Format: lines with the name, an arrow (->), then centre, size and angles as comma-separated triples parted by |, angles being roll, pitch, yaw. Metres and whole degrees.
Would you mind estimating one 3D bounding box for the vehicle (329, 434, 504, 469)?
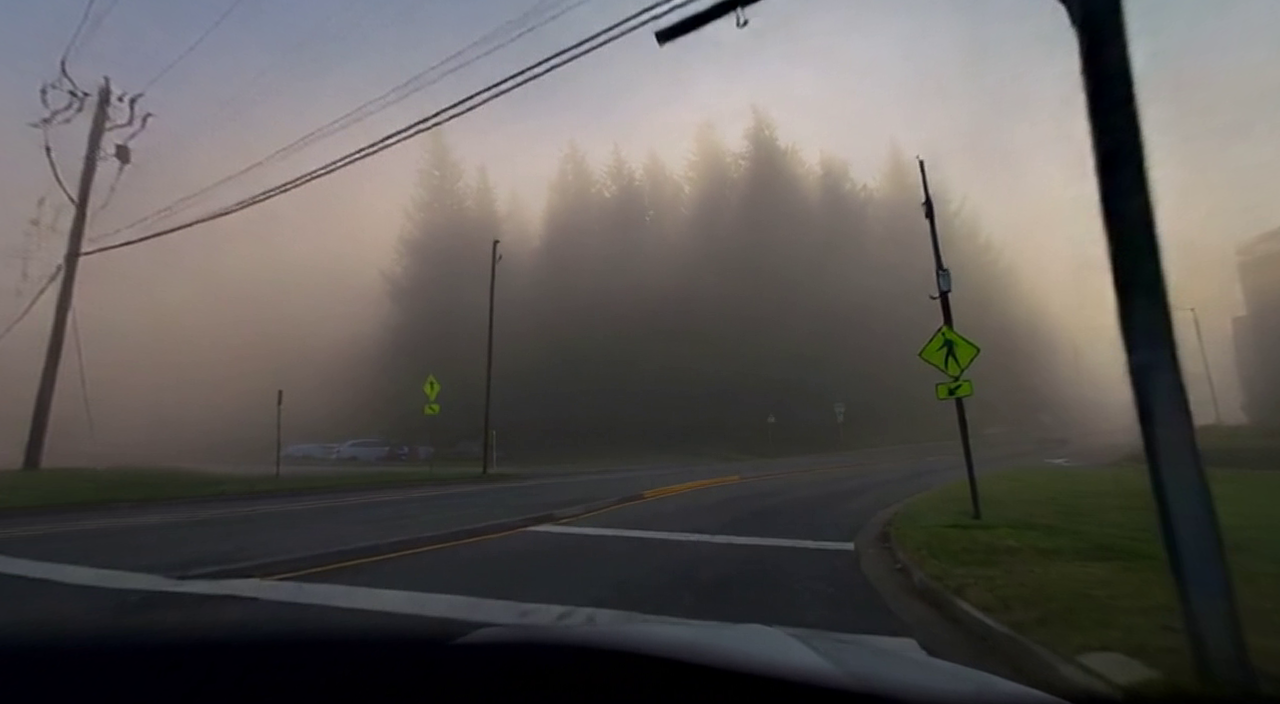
vehicle -> -17.061, 7.764, 49.411 | 2.837, 2.354, 12.960 | -8, -11, 43
